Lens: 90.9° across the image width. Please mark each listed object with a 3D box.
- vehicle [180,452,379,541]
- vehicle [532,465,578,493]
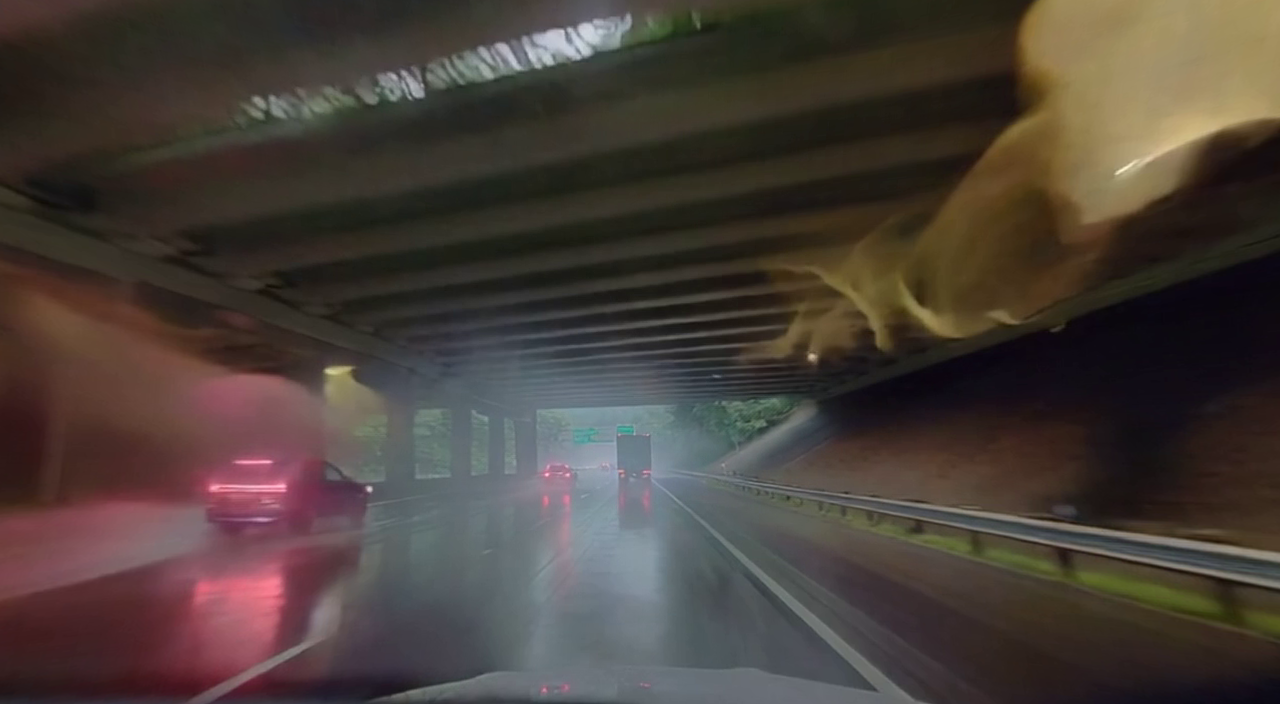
[{"bbox_3d":[-7.574,3.077,13.829,1.899,1.615,4.097,1,-10,0],"label":"vehicle"},{"bbox_3d":[-4.862,7.336,36.578,1.950,1.460,4.812,1,-10,0],"label":"vehicle"}]
